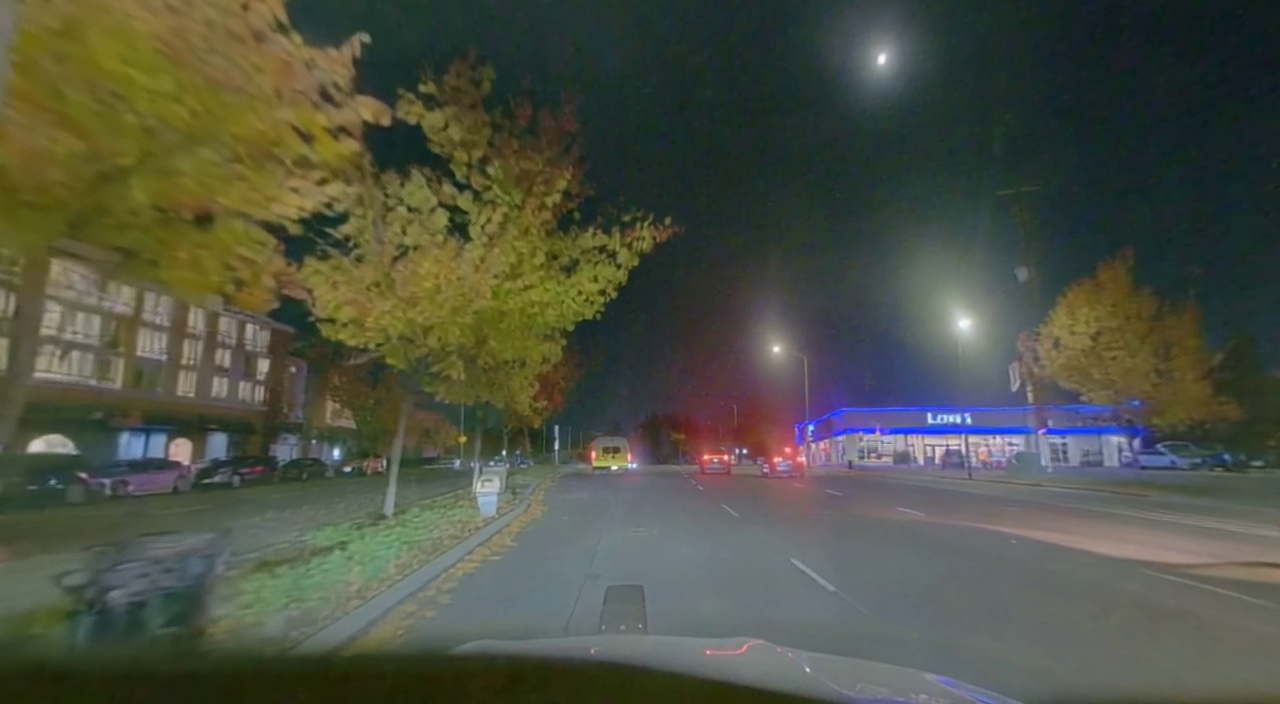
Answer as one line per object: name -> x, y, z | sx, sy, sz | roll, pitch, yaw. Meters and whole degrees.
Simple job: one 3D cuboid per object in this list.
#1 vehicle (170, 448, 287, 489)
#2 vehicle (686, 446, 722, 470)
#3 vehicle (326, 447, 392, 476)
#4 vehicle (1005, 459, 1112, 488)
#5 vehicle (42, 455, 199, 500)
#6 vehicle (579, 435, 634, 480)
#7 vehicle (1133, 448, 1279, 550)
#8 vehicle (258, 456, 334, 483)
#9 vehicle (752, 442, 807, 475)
vehicle -> -19.088, 5.385, 29.585 | 2.137, 1.723, 4.850 | 0, -8, 1
vehicle -> 4.142, 6.909, 41.313 | 1.886, 1.464, 4.290 | 0, -9, 0
vehicle -> -18.823, 7.343, 42.497 | 1.914, 1.785, 5.408 | 0, -8, 0
vehicle -> 27.939, 8.108, 42.215 | 5.680, 1.772, 2.071 | 0, -9, -3
vehicle -> -19.193, 4.623, 23.659 | 1.985, 1.463, 4.603 | 0, -8, -1
vehicle -> -1.584, 4.815, 29.051 | 2.344, 1.863, 4.665 | 1, -9, -4
vehicle -> 10.477, 2.211, 9.585 | 2.092, 1.473, 4.813 | 0, -9, 1
vehicle -> -18.848, 6.432, 34.783 | 1.737, 1.349, 4.014 | 0, -9, 3
vehicle -> 7.717, 5.924, 35.336 | 2.040, 1.738, 4.414 | 0, -9, 0
